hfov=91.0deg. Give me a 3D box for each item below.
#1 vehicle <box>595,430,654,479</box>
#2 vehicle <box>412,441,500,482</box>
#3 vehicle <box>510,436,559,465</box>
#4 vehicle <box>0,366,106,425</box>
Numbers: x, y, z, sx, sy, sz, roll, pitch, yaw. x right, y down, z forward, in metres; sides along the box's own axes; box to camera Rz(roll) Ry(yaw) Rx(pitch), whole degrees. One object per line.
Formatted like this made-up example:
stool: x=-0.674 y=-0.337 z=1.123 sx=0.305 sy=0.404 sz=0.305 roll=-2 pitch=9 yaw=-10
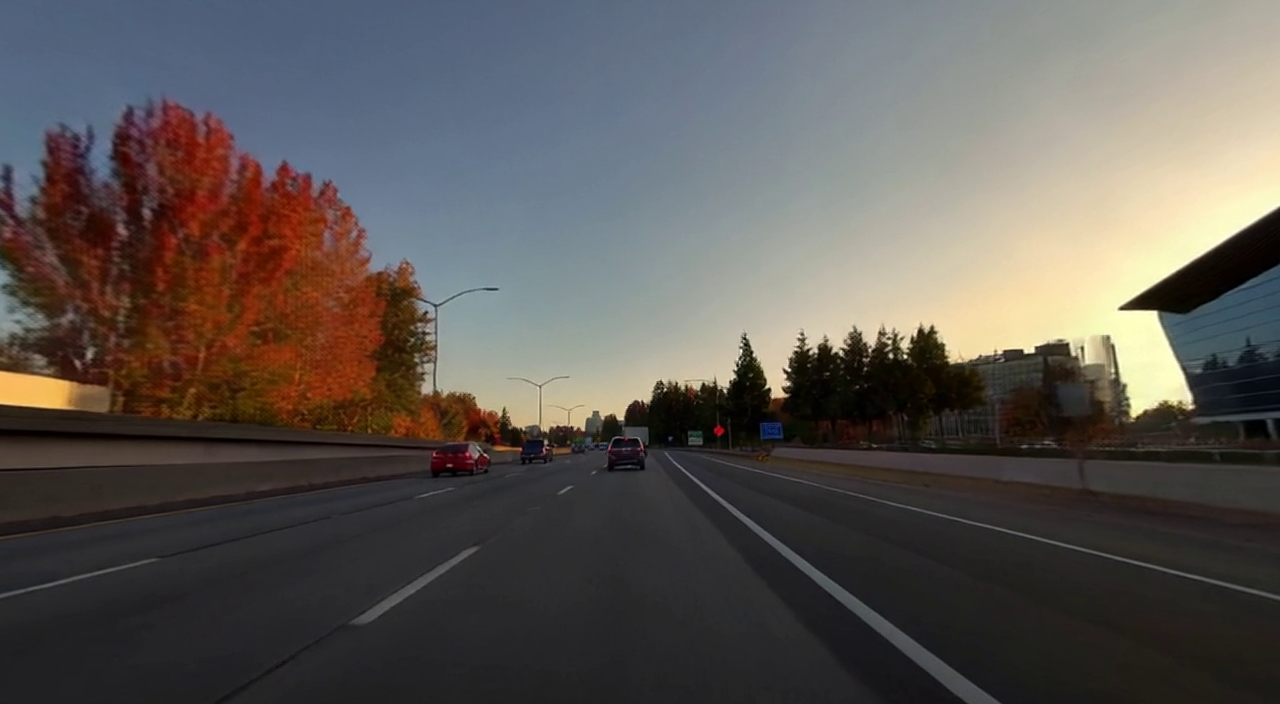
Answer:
vehicle: x=-0.602 y=4.290 z=26.643 sx=2.245 sy=1.863 sz=4.801 roll=0 pitch=-9 yaw=0
vehicle: x=-7.345 y=4.398 z=25.687 sx=2.074 sy=1.495 sz=4.643 roll=0 pitch=-9 yaw=1
vehicle: x=-7.278 y=6.905 z=44.229 sx=2.328 sy=1.927 sz=5.880 roll=0 pitch=-9 yaw=1
vehicle: x=-43.689 y=2.843 z=41.958 sx=2.869 sy=3.629 sz=16.798 roll=1 pitch=-8 yaw=-5
